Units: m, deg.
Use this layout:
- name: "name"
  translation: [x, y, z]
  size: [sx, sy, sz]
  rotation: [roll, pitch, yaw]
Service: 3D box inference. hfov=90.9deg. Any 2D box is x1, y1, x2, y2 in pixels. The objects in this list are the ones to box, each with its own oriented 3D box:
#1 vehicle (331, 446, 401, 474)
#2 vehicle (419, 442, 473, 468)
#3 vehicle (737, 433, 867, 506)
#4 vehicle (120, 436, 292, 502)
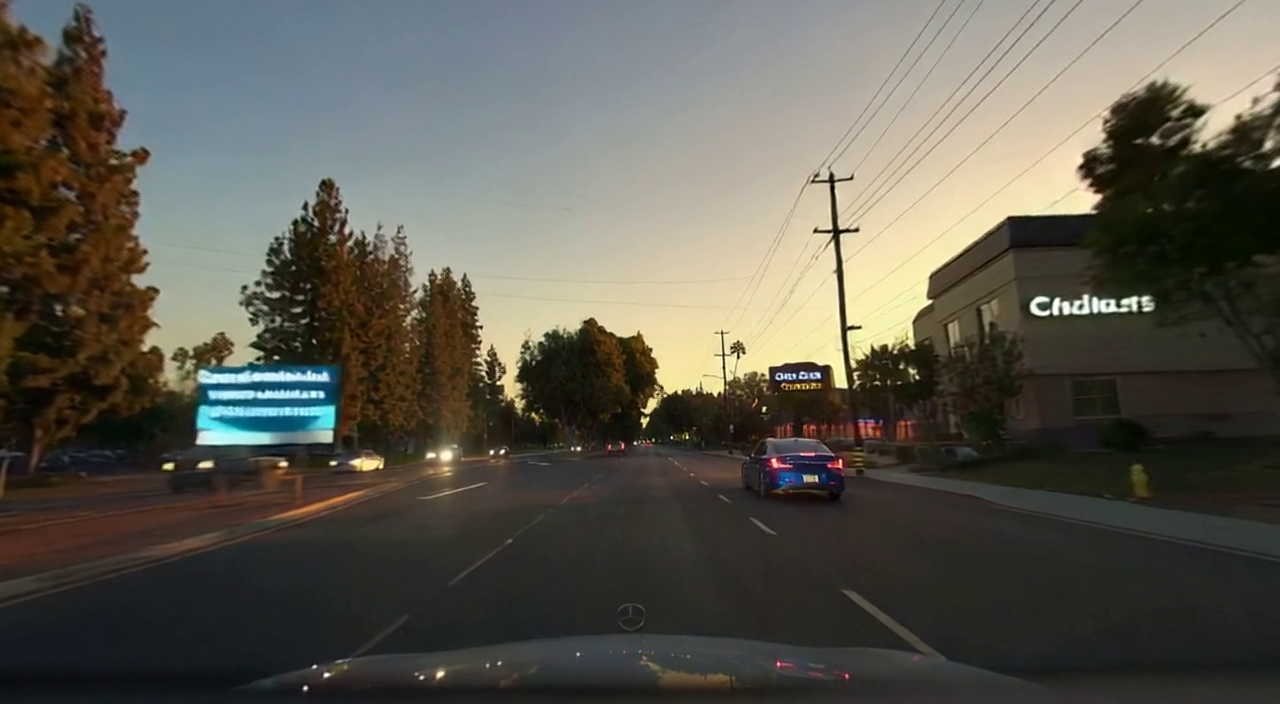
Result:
- name: "vehicle"
  translation: [-15.672, 6.177, 36.310]
  size: [1.917, 1.454, 4.577]
  rotation: [0, -8, 0]
- name: "vehicle"
  translation: [-12.167, 6.487, 39.851]
  size: [1.986, 1.514, 4.300]
  rotation: [0, -8, 1]
- name: "vehicle"
  translation: [3.699, 2.747, 15.291]
  size: [1.977, 1.474, 4.399]
  rotation: [0, -8, 0]
- name: "vehicle"
  translation: [-12.549, 3.364, 18.664]
  size: [1.975, 1.697, 4.265]
  rotation: [0, -8, 1]
